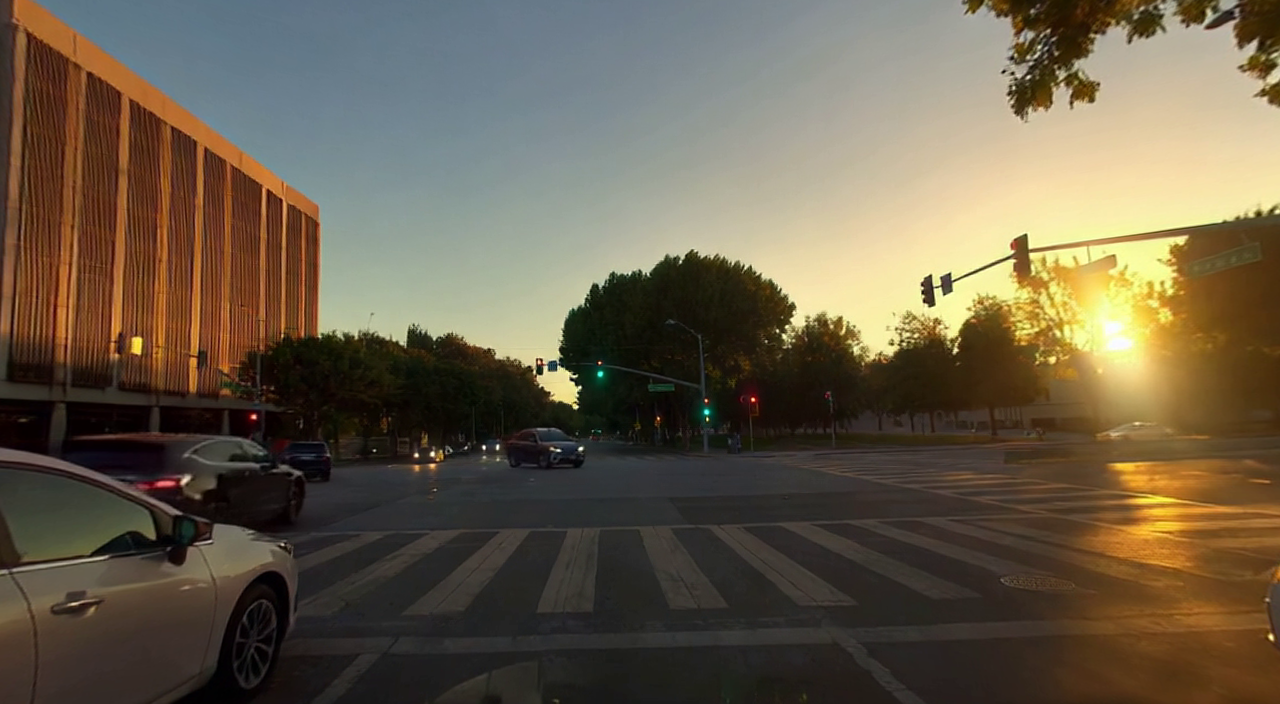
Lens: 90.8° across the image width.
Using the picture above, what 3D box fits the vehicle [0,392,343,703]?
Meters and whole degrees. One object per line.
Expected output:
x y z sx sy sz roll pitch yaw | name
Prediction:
-3.075 0.893 2.148 1.919 1.478 4.720 0 -8 -1 | vehicle

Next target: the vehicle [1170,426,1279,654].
4.943 0.984 2.549 1.949 1.449 4.530 -1 -8 5 | vehicle

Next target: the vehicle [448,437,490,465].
-12.815 7.415 47.538 2.051 1.715 4.346 -3 -6 -2 | vehicle

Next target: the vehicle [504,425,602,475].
-3.743 4.097 26.500 2.109 1.871 4.778 6 -10 -35 | vehicle

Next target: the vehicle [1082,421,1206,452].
25.485 4.307 32.052 4.660 1.495 2.007 0 -8 -3 | vehicle
